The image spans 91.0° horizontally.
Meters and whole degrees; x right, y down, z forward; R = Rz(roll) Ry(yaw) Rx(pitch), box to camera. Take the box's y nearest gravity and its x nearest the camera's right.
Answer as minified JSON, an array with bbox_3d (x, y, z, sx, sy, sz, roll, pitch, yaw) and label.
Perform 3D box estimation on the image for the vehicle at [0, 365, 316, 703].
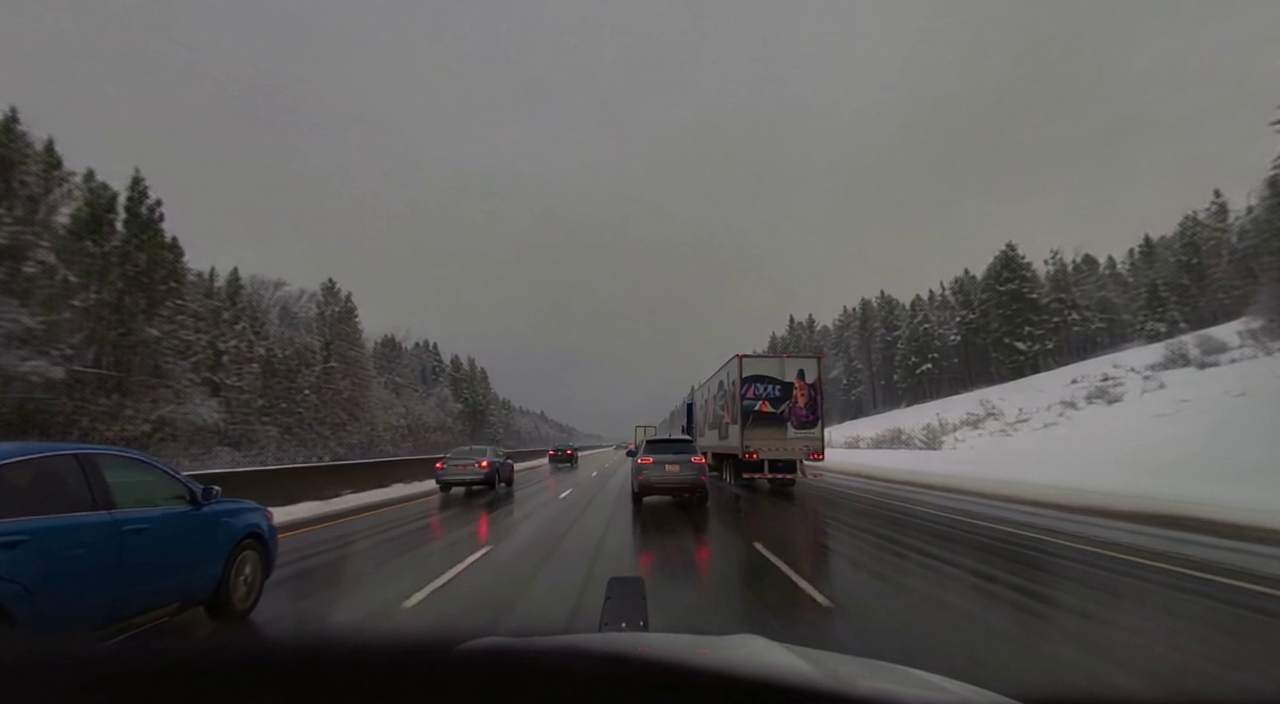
[{"bbox_3d":[-4.094,1.003,3.710,1.983,1.666,4.452,0,-8,0],"label":"vehicle"}]

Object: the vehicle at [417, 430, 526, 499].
[{"bbox_3d":[-4.375,2.966,17.023,1.905,1.642,3.803,0,-8,0],"label":"vehicle"}]

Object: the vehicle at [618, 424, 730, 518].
[{"bbox_3d":[0.577,2.404,13.168,2.017,1.662,3.543,0,-8,-1],"label":"vehicle"}]

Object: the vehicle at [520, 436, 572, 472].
[{"bbox_3d":[-4.760,5.211,32.397,2.014,1.683,4.275,0,-8,0],"label":"vehicle"}]

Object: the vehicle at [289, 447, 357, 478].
[{"bbox_3d":[-18.905,6.588,37.765,1.873,1.674,4.333,0,-8,-1],"label":"vehicle"}]

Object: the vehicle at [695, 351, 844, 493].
[{"bbox_3d":[4.329,3.000,25.259,2.828,4.081,14.220,0,-8,-1],"label":"vehicle"}]
